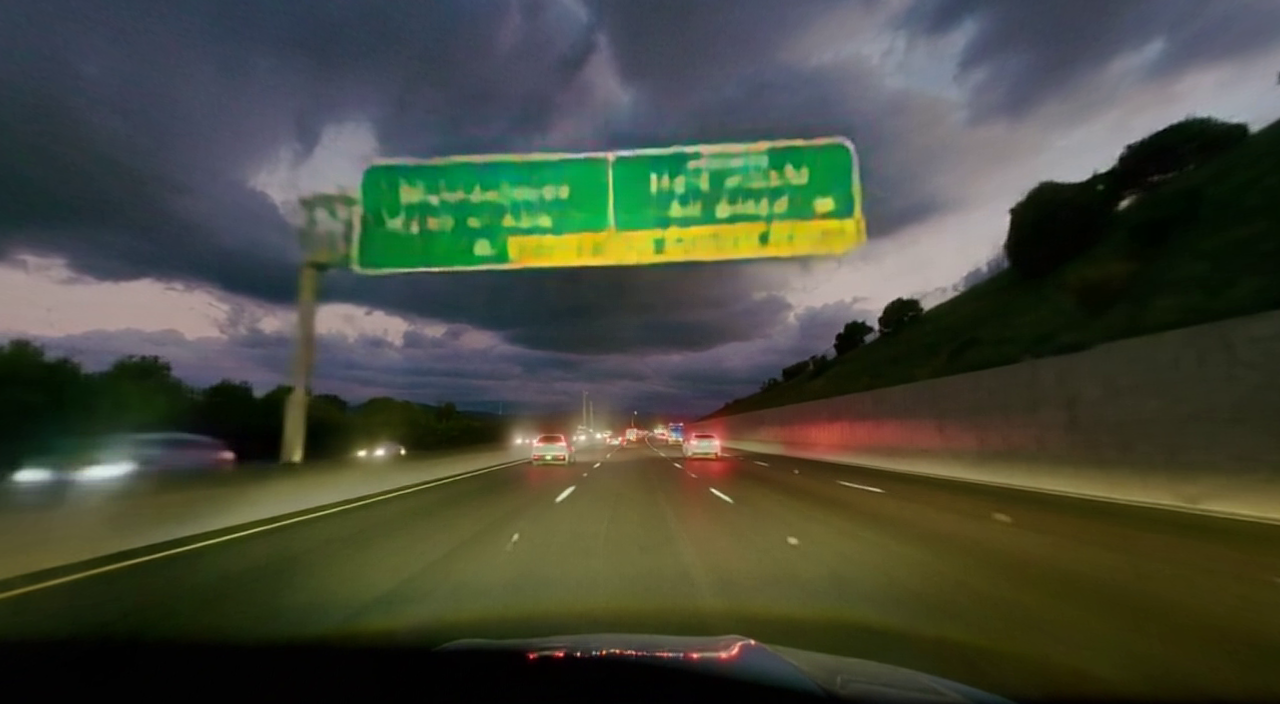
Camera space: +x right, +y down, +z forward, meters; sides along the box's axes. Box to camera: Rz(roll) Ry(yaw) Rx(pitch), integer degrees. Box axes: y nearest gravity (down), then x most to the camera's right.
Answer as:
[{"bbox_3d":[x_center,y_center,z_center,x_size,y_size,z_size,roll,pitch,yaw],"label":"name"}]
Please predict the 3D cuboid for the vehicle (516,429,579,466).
[{"bbox_3d":[-4.031,4.216,28.065,2.204,1.486,4.121,0,-8,0],"label":"vehicle"}]

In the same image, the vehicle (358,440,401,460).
[{"bbox_3d":[-20.033,7.522,48.568,1.754,1.429,3.677,0,-8,-1],"label":"vehicle"}]

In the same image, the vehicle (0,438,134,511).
[{"bbox_3d":[-13.947,2.650,13.992,2.025,1.457,4.147,0,-8,-2],"label":"vehicle"}]

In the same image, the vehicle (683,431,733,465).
[{"bbox_3d":[3.072,4.406,29.221,1.806,1.469,3.681,0,-8,-1],"label":"vehicle"}]
